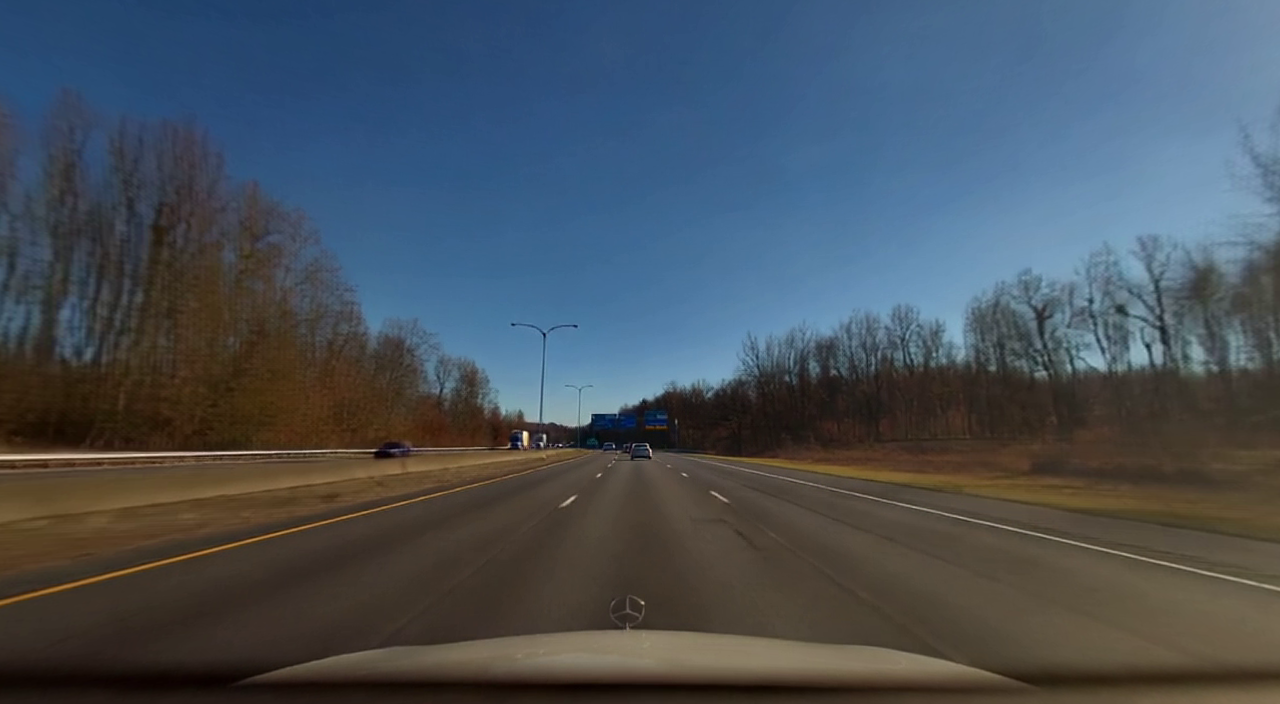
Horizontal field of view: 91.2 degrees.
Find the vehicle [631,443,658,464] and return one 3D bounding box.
[{"bbox_3d":[0.308,7.293,45.175,1.859,1.478,3.799,0,-8,0],"label":"vehicle"}]
